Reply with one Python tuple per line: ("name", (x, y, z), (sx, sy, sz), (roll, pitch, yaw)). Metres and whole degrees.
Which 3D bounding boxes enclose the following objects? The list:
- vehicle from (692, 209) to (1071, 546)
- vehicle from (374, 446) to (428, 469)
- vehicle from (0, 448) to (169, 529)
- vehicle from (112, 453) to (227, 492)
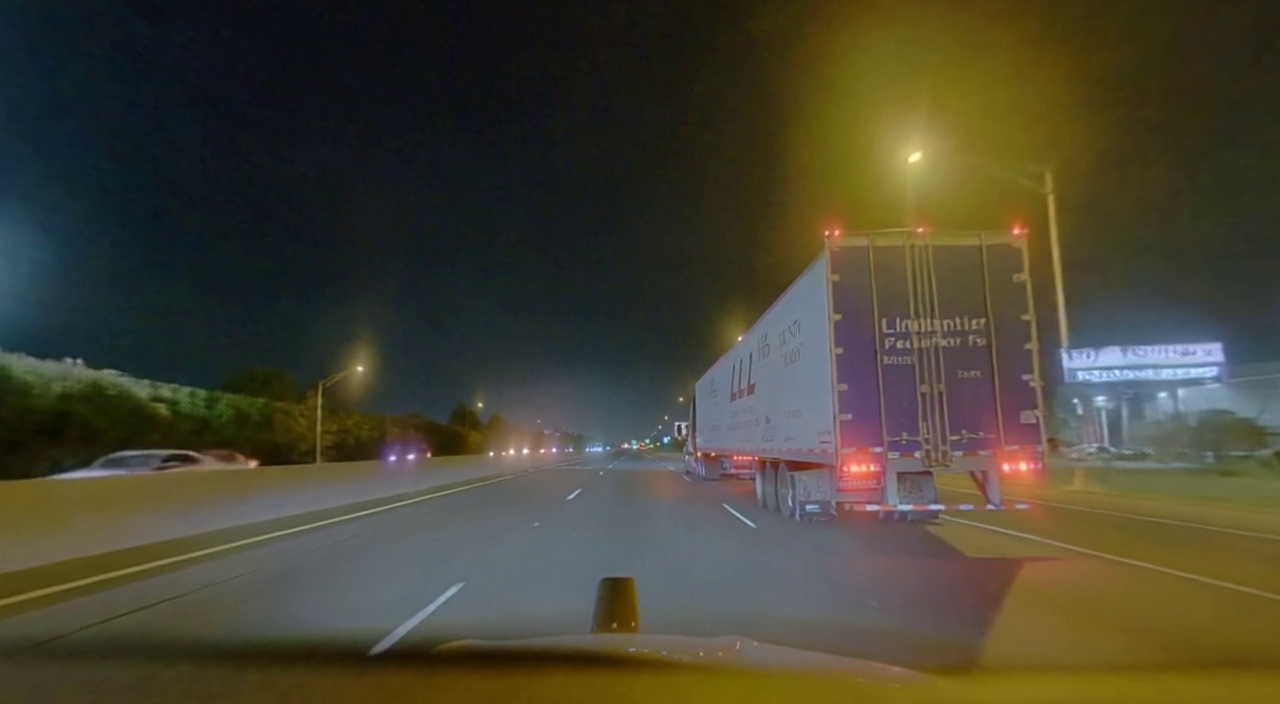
("vehicle", (3.746, 1.525, 16.675), (2.891, 4.387, 17.121), (0, -9, -1))
("vehicle", (-15.056, 6.666, 40.023), (1.825, 1.400, 3.849), (0, -9, 1))
("vehicle", (-10.864, 2.472, 11.947), (1.423, 1.311, 3.159), (0, -9, 0))
("vehicle", (-18.379, 4.694, 24.882), (1.790, 1.357, 3.540), (0, -9, 0))
